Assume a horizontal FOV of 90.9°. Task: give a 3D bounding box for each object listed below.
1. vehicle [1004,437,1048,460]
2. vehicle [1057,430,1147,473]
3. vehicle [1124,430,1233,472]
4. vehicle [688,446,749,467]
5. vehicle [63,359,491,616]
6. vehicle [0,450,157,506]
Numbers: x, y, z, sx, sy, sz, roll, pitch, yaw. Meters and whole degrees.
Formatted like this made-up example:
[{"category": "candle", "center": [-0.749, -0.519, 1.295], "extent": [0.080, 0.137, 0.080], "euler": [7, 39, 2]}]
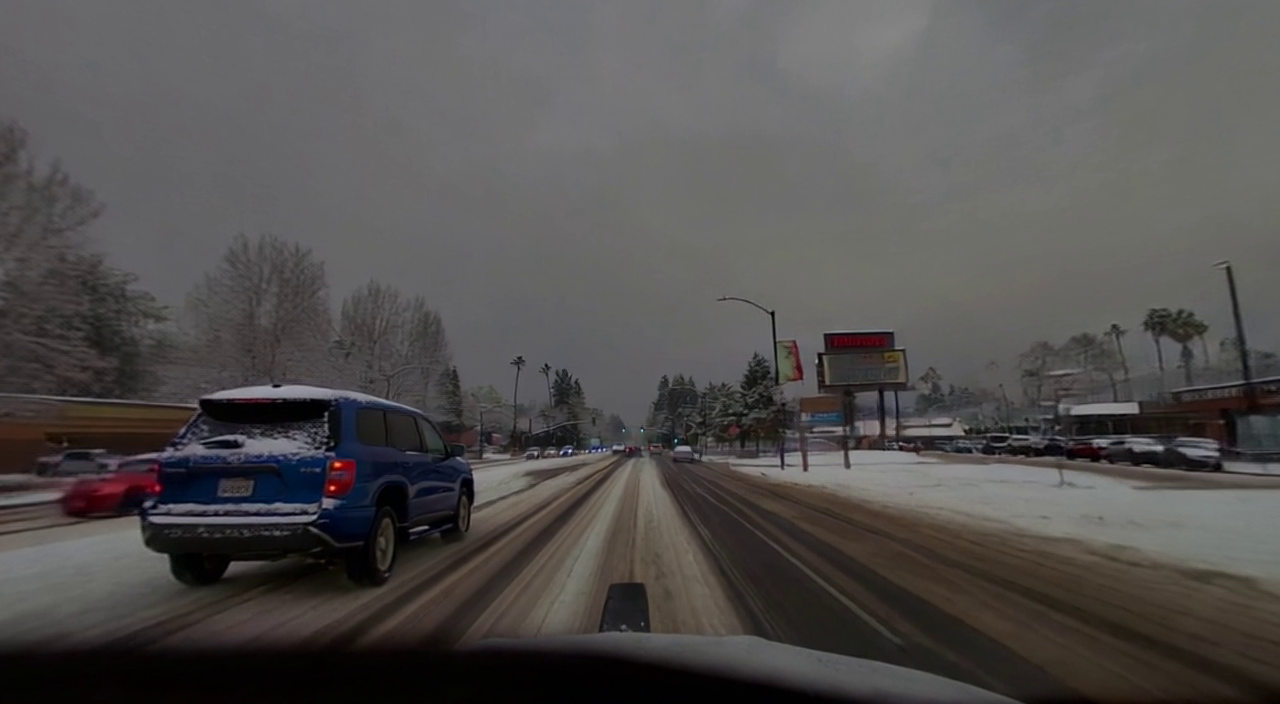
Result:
[{"category": "vehicle", "center": [29.066, 7.291, 47.560], "extent": [1.982, 1.611, 4.314], "euler": [-4, -9, 21]}, {"category": "vehicle", "center": [21.447, 4.634, 29.499], "extent": [2.180, 1.808, 4.462], "euler": [-3, -9, 21]}, {"category": "vehicle", "center": [25.611, 4.749, 30.303], "extent": [2.162, 1.806, 5.704], "euler": [-4, -9, 22]}, {"category": "vehicle", "center": [5.994, 8.005, 48.513], "extent": [1.919, 1.472, 4.470], "euler": [7, -11, -40]}, {"category": "vehicle", "center": [-3.352, 1.382, 7.223], "extent": [2.152, 1.987, 4.527], "euler": [0, -9, 0]}, {"category": "vehicle", "center": [-18.206, 3.833, 19.554], "extent": [2.200, 1.505, 4.815], "euler": [-2, -9, 9]}]
